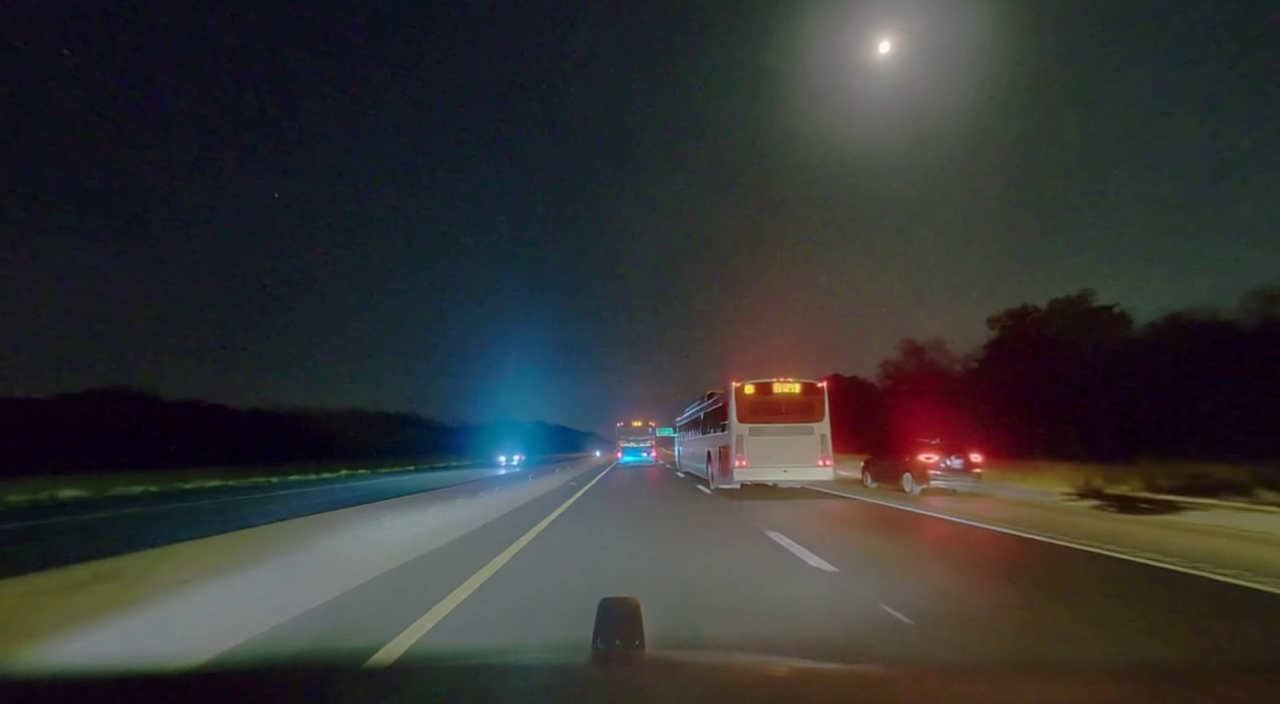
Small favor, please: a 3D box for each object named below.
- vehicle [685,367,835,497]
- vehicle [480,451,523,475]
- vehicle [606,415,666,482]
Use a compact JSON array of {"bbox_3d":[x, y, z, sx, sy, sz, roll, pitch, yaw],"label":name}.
[{"bbox_3d":[3.869,3.230,24.281,3.074,3.668,12.805,0,-9,-1],"label":"vehicle"},{"bbox_3d":[-9.178,7.376,41.833,1.967,1.518,4.110,-1,-9,0],"label":"vehicle"},{"bbox_3d":[-0.183,4.366,28.340,2.414,2.675,5.574,-1,-9,0],"label":"vehicle"}]
